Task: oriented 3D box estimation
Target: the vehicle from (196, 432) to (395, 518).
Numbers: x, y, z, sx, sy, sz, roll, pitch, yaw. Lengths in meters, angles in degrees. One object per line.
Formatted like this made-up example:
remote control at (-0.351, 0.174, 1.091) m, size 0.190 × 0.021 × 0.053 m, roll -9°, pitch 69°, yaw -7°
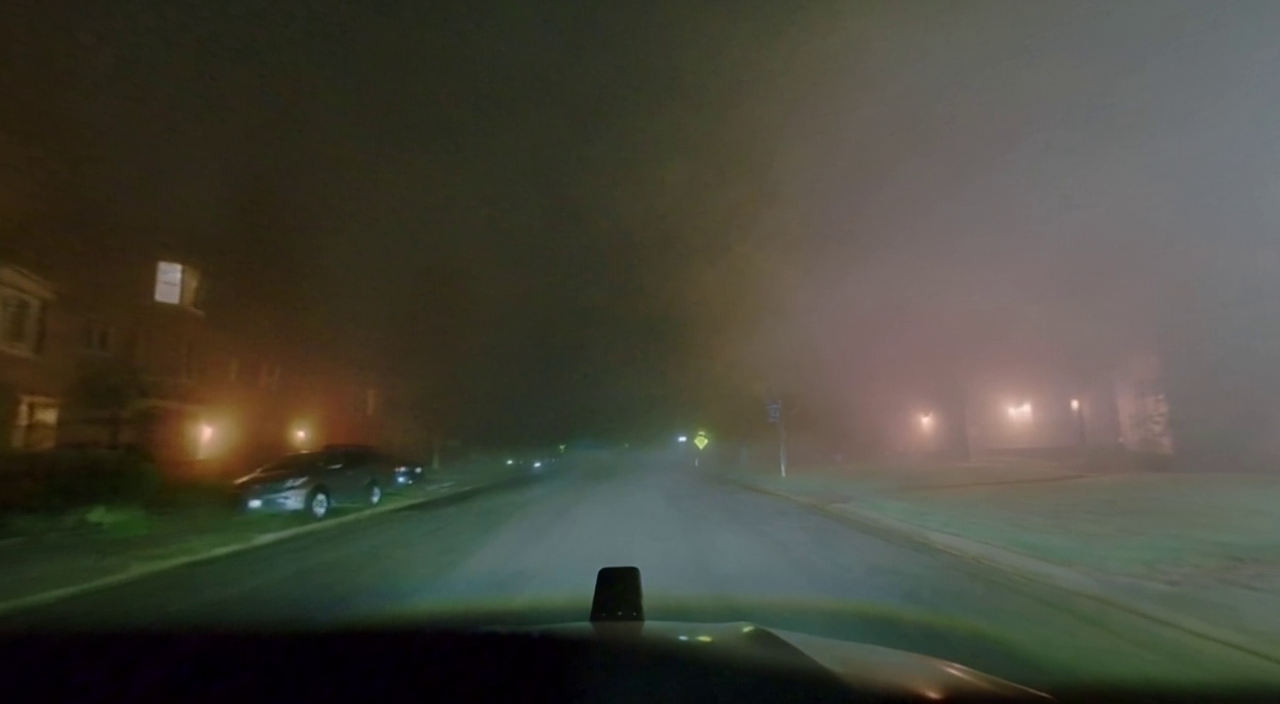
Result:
vehicle at (-8.506, 3.118, 16.357) m, size 2.352 × 1.843 × 4.979 m, roll -1°, pitch -10°, yaw 0°

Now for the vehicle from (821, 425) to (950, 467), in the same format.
vehicle at (11.973, 4.606, 31.021) m, size 5.367 × 1.953 × 2.257 m, roll 1°, pitch -9°, yaw -9°
